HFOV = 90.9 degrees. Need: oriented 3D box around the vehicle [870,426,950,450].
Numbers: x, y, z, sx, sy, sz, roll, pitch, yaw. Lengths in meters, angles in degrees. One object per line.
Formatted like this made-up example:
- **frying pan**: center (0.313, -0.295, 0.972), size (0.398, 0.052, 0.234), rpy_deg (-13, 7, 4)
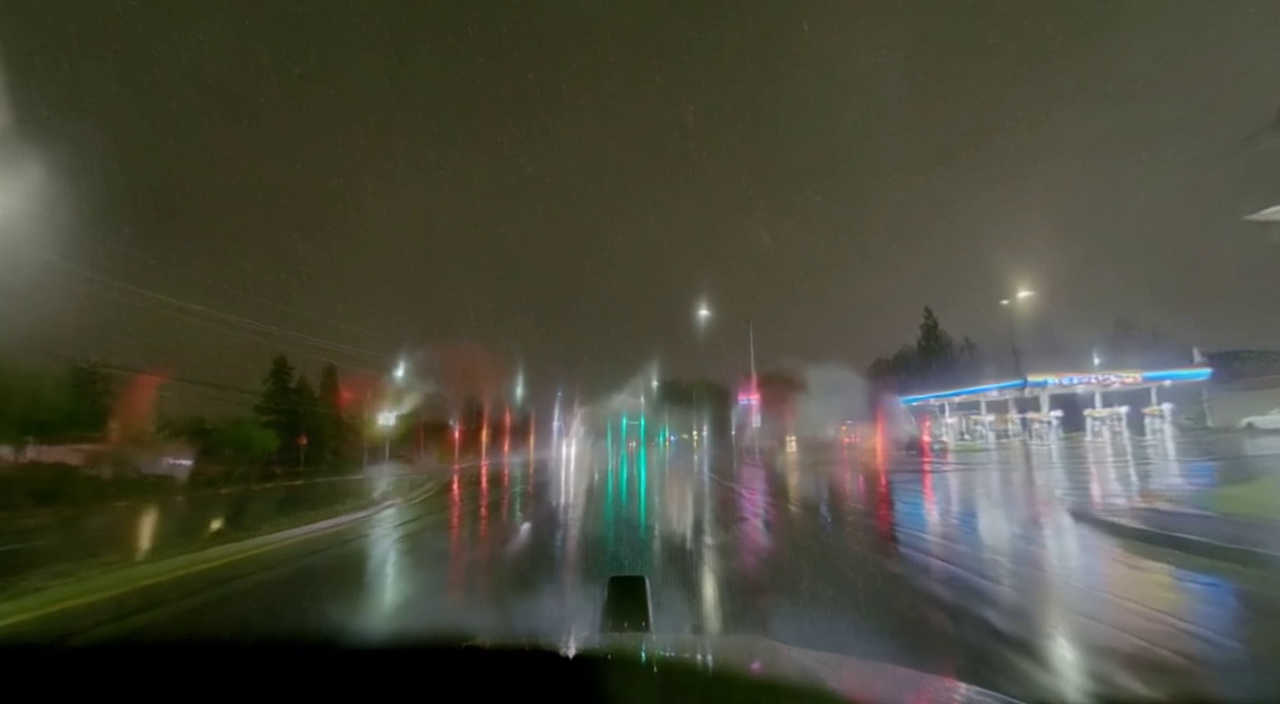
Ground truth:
- **vehicle**: center (18.357, 5.882, 42.886), size (4.812, 1.567, 2.123), rpy_deg (-4, -9, 24)
